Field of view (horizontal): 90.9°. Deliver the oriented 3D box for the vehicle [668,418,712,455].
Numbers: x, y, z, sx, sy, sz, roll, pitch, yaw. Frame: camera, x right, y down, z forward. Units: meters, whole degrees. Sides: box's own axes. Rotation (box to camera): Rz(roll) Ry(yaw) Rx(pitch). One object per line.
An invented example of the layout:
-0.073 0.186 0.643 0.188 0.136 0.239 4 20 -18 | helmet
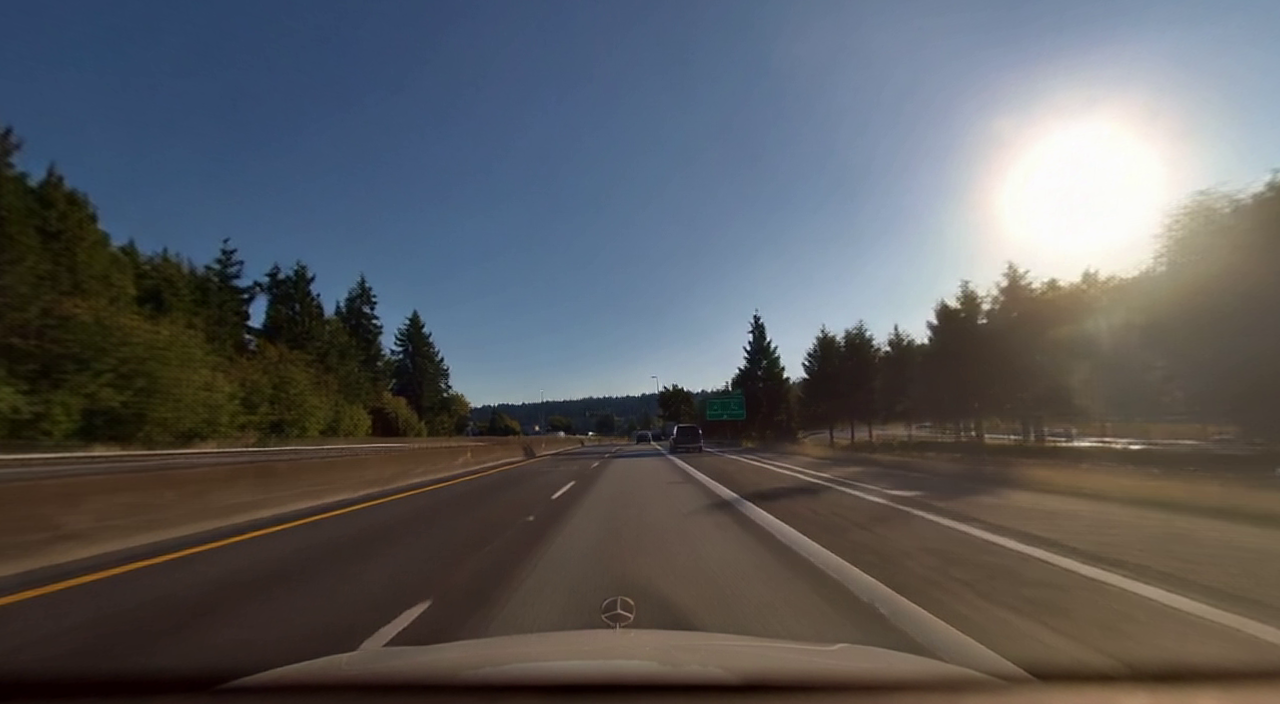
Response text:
3.271 5.701 42.487 2.450 2.314 4.753 0 -8 -1 | vehicle
